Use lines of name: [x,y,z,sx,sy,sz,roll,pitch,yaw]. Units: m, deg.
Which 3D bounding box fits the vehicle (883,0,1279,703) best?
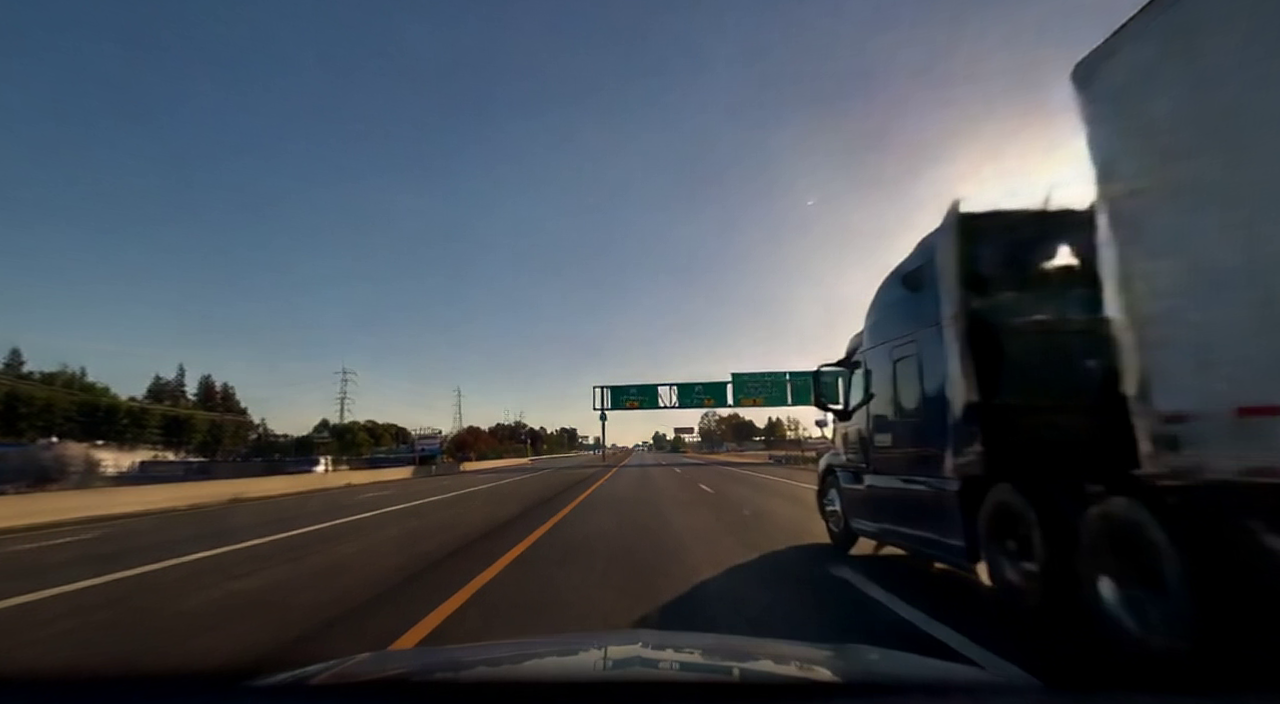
vehicle: [4.187,-0.645,0.340,2.937,4.082,12.918,0,-9,0]
